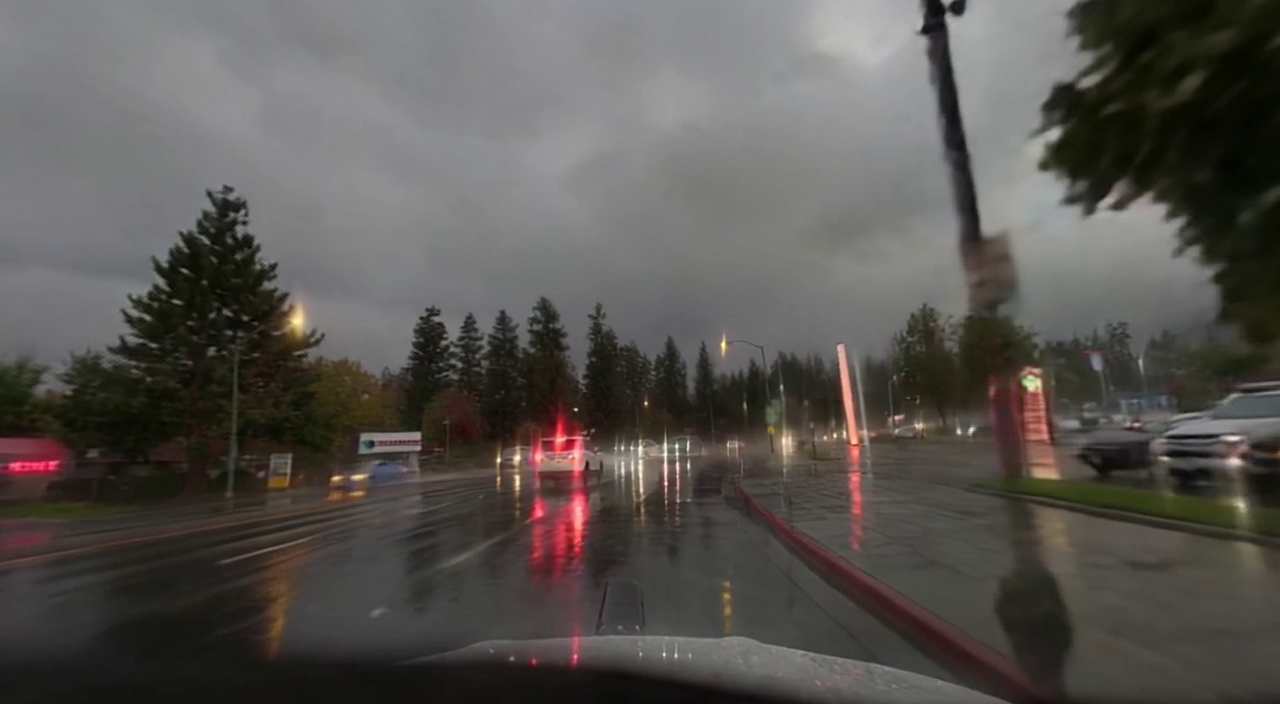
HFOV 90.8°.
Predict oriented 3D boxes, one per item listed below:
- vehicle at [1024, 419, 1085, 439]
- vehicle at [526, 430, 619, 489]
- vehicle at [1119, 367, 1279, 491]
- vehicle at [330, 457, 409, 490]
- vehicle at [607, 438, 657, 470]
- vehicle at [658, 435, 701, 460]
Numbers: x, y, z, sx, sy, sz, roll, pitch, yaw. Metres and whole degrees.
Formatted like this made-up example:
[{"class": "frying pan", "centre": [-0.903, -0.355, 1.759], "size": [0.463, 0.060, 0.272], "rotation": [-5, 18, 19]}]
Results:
[{"class": "vehicle", "centre": [31.628, 5.926, 48.199], "size": [4.106, 1.450, 1.901], "rotation": [4, -9, -26]}, {"class": "vehicle", "centre": [-2.268, 3.802, 22.682], "size": [2.168, 1.783, 4.695], "rotation": [-3, -9, 8]}, {"class": "vehicle", "centre": [11.820, 1.349, 11.041], "size": [5.004, 1.938, 2.221], "rotation": [0, -8, 1]}, {"class": "vehicle", "centre": [-14.883, 6.695, 35.084], "size": [1.861, 1.482, 4.434], "rotation": [-5, -9, 11]}, {"class": "vehicle", "centre": [-0.376, 5.672, 35.458], "size": [2.002, 1.664, 4.113], "rotation": [-2, -8, 11]}, {"class": "vehicle", "centre": [3.060, 7.268, 48.119], "size": [2.167, 1.832, 4.679], "rotation": [-3, -9, 18]}]
